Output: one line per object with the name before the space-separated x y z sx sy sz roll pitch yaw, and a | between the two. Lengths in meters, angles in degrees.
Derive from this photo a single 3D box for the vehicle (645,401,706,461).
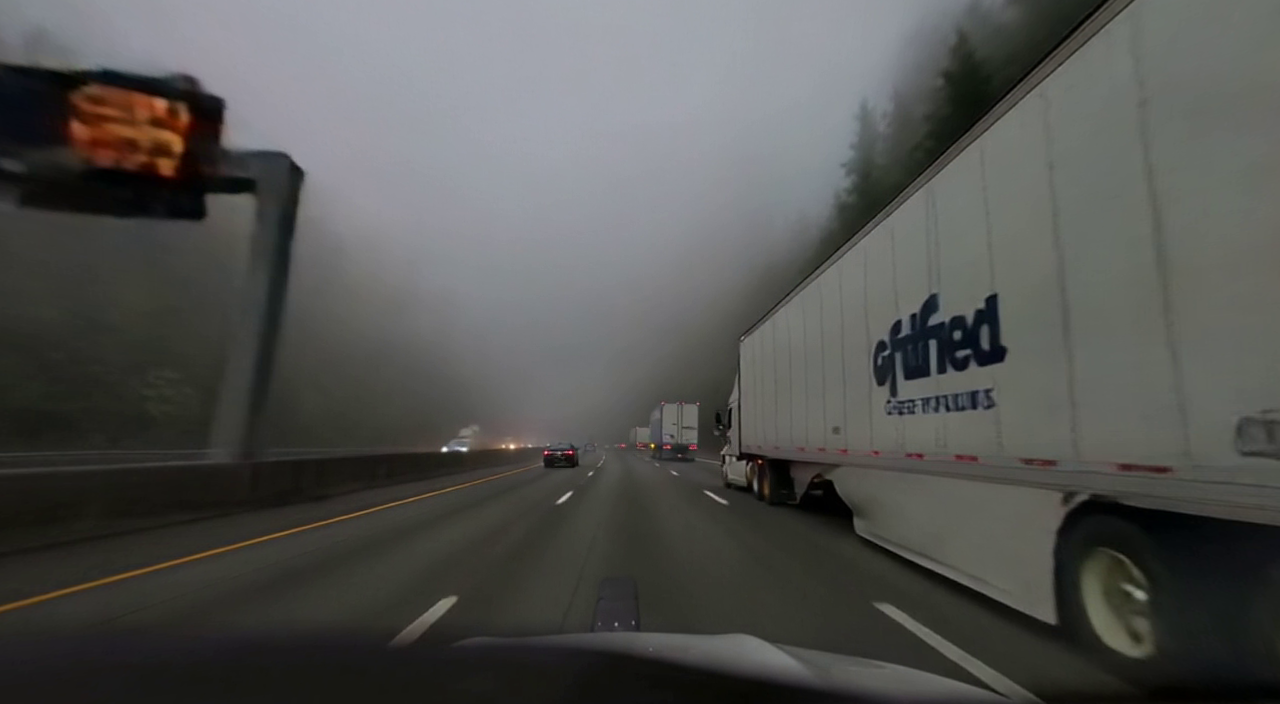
vehicle | 2.411 6.288 48.997 3.116 3.992 13.748 0 -8 -3

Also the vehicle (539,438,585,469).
vehicle | -4.408 5.800 36.196 2.206 1.644 4.027 0 -8 -2

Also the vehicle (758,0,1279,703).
vehicle | 3.830 0.002 4.785 2.948 4.045 13.051 0 -8 -2
